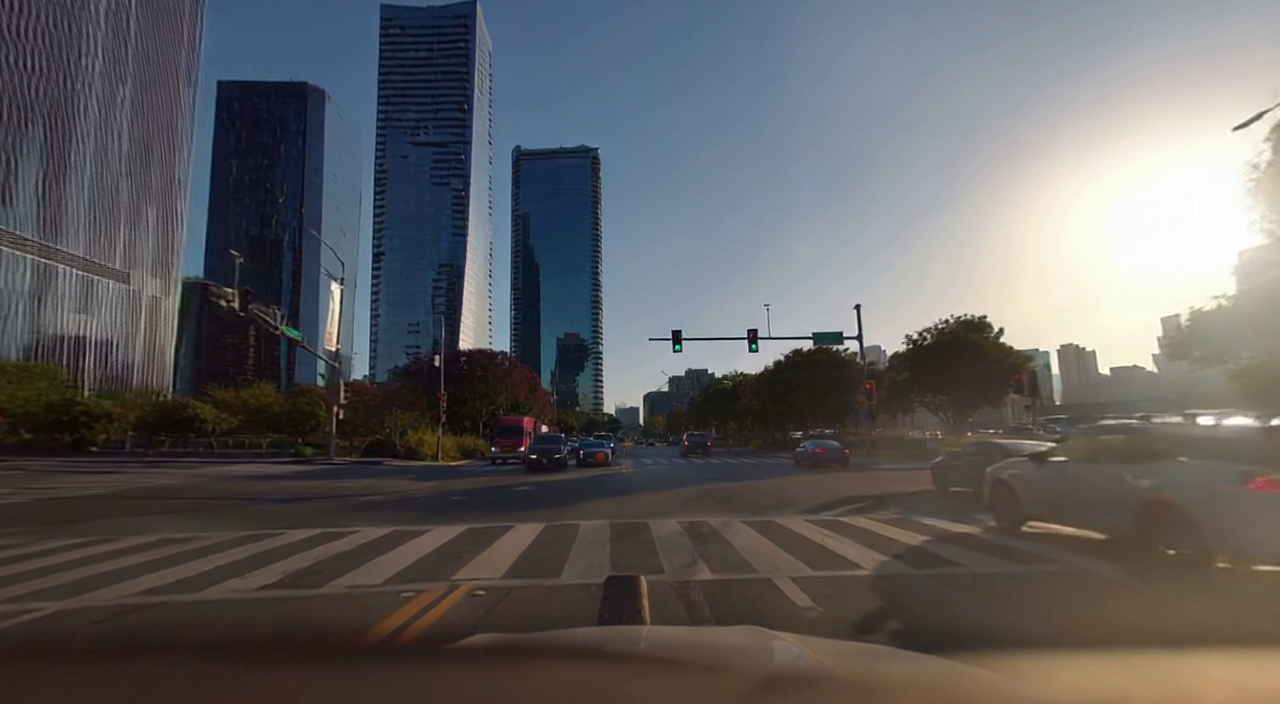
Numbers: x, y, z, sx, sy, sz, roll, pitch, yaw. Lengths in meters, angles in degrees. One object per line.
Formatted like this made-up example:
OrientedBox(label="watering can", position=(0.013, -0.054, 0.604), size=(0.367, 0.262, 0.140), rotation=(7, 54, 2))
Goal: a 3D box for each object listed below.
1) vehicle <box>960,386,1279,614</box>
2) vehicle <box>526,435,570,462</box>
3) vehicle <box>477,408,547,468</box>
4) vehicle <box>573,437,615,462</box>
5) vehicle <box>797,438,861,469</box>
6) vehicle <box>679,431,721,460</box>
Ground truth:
OrientedBox(label="vehicle", position=(5.941, 1.473, 7.110), size=(2.098, 1.723, 4.881), rotation=(0, -9, 1))
OrientedBox(label="vehicle", position=(-6.052, 6.422, 41.953), size=(2.182, 1.677, 4.384), rotation=(0, -9, 1))
OrientedBox(label="vehicle", position=(-9.211, 6.159, 46.168), size=(3.191, 3.314, 7.914), rotation=(-6, -2, 0))
OrientedBox(label="vehicle", position=(-2.753, 6.006, 38.737), size=(2.147, 1.481, 4.331), rotation=(0, -9, 2))
OrientedBox(label="vehicle", position=(9.562, 5.148, 32.115), size=(1.860, 1.460, 4.379), rotation=(0, -9, 0))
OrientedBox(label="vehicle", position=(3.828, 6.081, 40.837), size=(2.203, 1.801, 4.331), rotation=(0, -9, -1))
